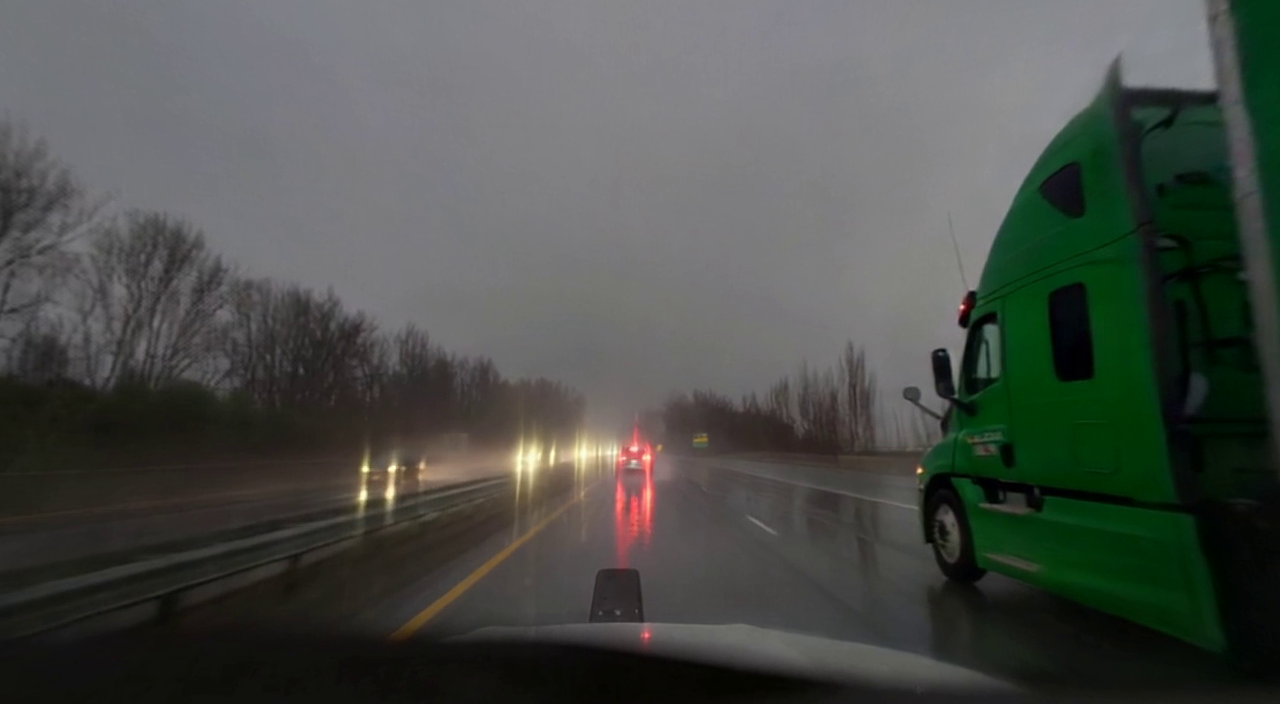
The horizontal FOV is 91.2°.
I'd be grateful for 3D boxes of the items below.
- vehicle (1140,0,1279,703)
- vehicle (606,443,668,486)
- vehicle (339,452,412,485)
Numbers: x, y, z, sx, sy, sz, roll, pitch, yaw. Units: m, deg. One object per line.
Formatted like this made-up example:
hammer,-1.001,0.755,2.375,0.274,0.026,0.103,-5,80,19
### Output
vehicle,4.458,-0.570,0.228,3.351,3.699,5.995,0,-9,-1
vehicle,-0.142,4.394,24.692,2.244,1.506,4.097,0,-9,-1
vehicle,-13.254,5.808,31.663,1.890,1.513,4.081,0,-9,0
